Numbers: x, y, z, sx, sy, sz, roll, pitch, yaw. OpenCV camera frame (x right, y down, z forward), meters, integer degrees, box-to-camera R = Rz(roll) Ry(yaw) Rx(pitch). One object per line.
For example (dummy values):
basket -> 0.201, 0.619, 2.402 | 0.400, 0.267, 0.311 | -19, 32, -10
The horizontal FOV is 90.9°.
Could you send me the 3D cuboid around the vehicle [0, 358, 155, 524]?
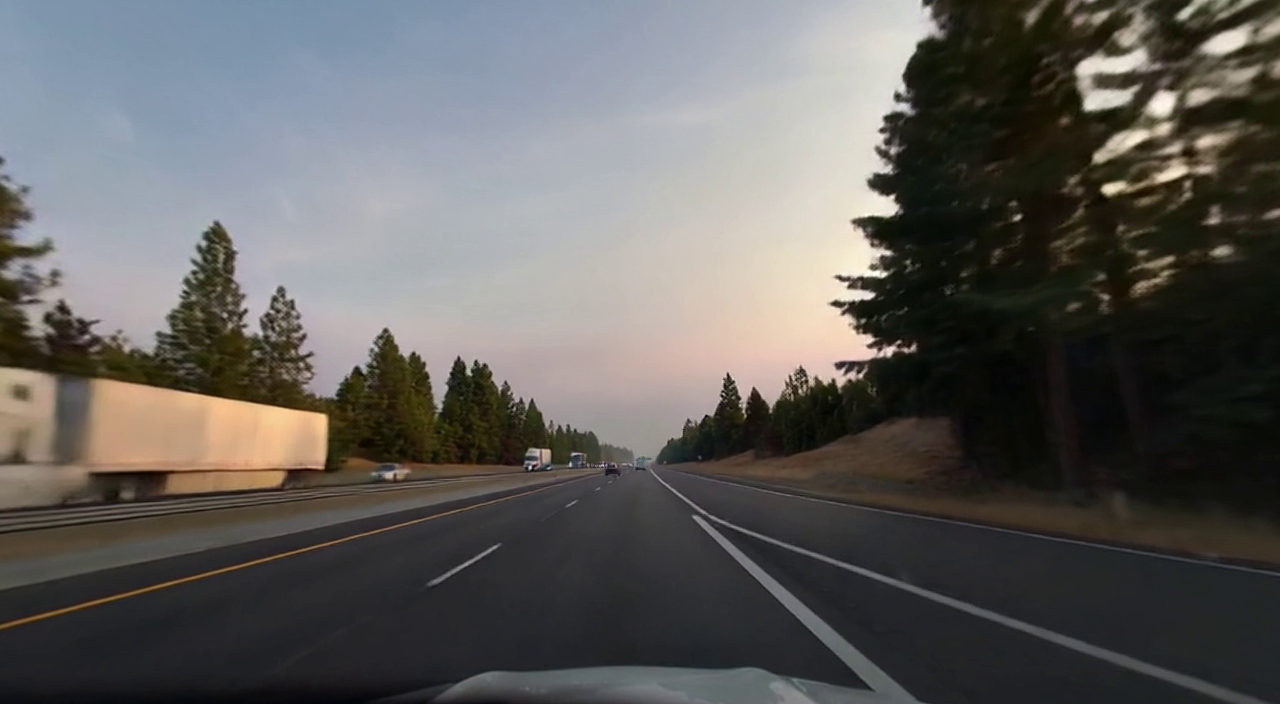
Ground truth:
vehicle -> -17.270, 2.468, 17.139 | 3.002, 4.023, 5.968 | 0, -10, 0
